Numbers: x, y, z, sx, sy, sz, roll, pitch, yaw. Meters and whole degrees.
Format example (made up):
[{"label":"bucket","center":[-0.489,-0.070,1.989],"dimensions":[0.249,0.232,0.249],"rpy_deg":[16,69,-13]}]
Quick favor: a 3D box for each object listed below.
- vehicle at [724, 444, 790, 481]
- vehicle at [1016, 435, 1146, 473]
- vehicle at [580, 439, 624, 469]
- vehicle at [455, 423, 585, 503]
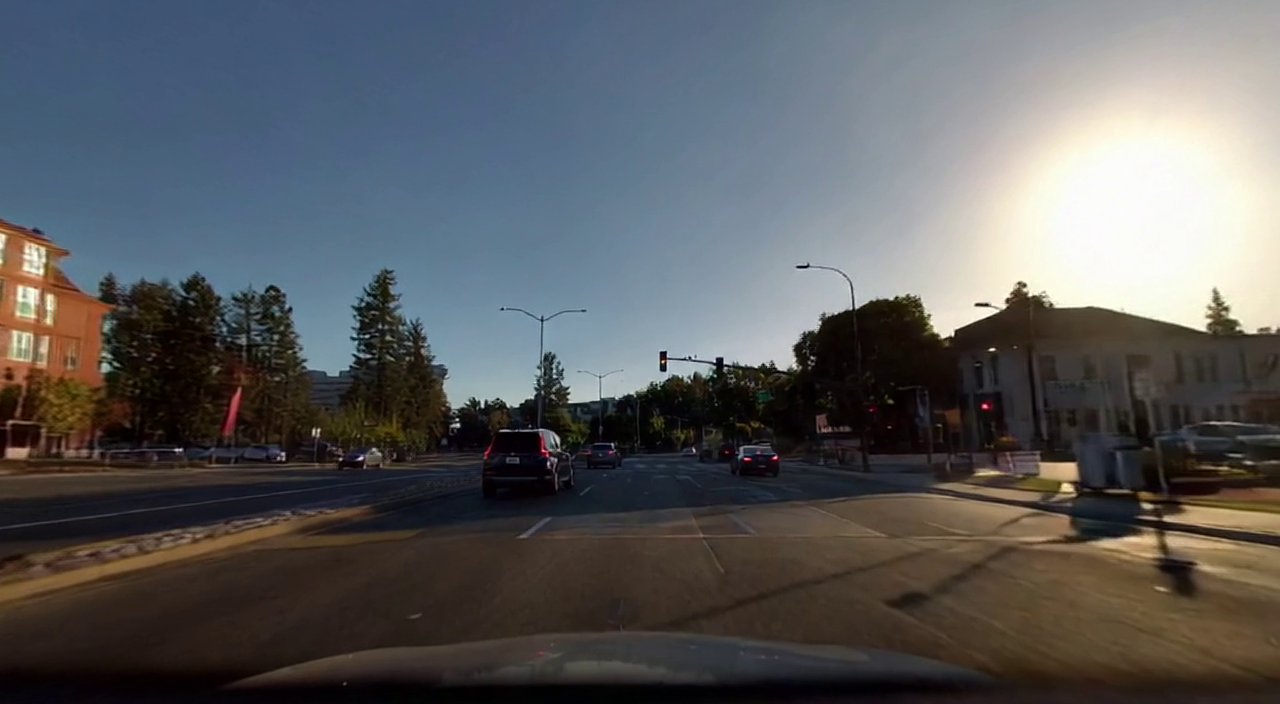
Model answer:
[{"label":"vehicle","center":[4.992,4.786,27.608],"dimensions":[1.960,1.471,4.378],"rpy_deg":[0,-9,-1]},{"label":"vehicle","center":[20.143,4.654,28.897],"dimensions":[4.972,1.547,2.226],"rpy_deg":[2,-10,-20]},{"label":"vehicle","center":[-2.457,6.783,42.174],"dimensions":[2.305,1.833,4.912],"rpy_deg":[-1,-9,4]},{"label":"vehicle","center":[-3.084,3.040,17.750],"dimensions":[2.450,1.866,5.416],"rpy_deg":[0,-9,1]}]
